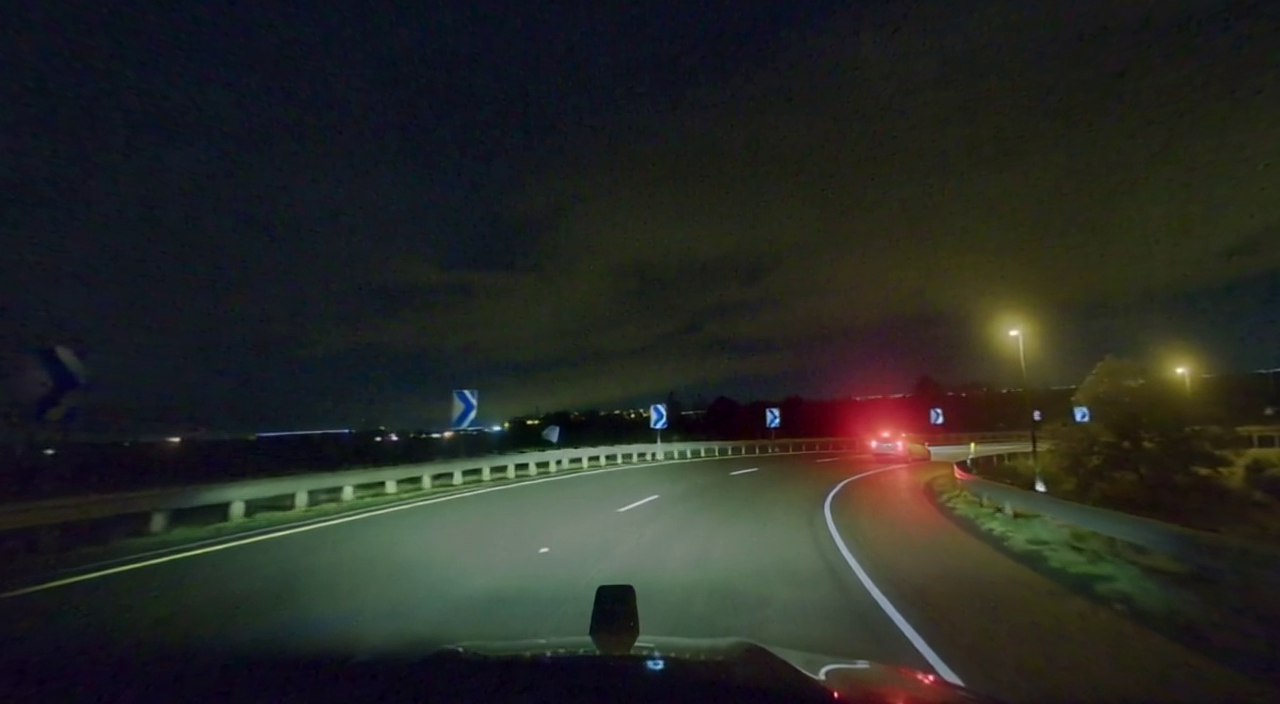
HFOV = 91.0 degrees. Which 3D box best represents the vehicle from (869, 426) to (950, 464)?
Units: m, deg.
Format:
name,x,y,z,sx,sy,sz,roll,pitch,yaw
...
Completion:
name,x,y,z,sx,sy,sz,roll,pitch,yaw
vehicle,11.835,4.030,27.521,2.028,1.440,3.970,-4,-8,42
